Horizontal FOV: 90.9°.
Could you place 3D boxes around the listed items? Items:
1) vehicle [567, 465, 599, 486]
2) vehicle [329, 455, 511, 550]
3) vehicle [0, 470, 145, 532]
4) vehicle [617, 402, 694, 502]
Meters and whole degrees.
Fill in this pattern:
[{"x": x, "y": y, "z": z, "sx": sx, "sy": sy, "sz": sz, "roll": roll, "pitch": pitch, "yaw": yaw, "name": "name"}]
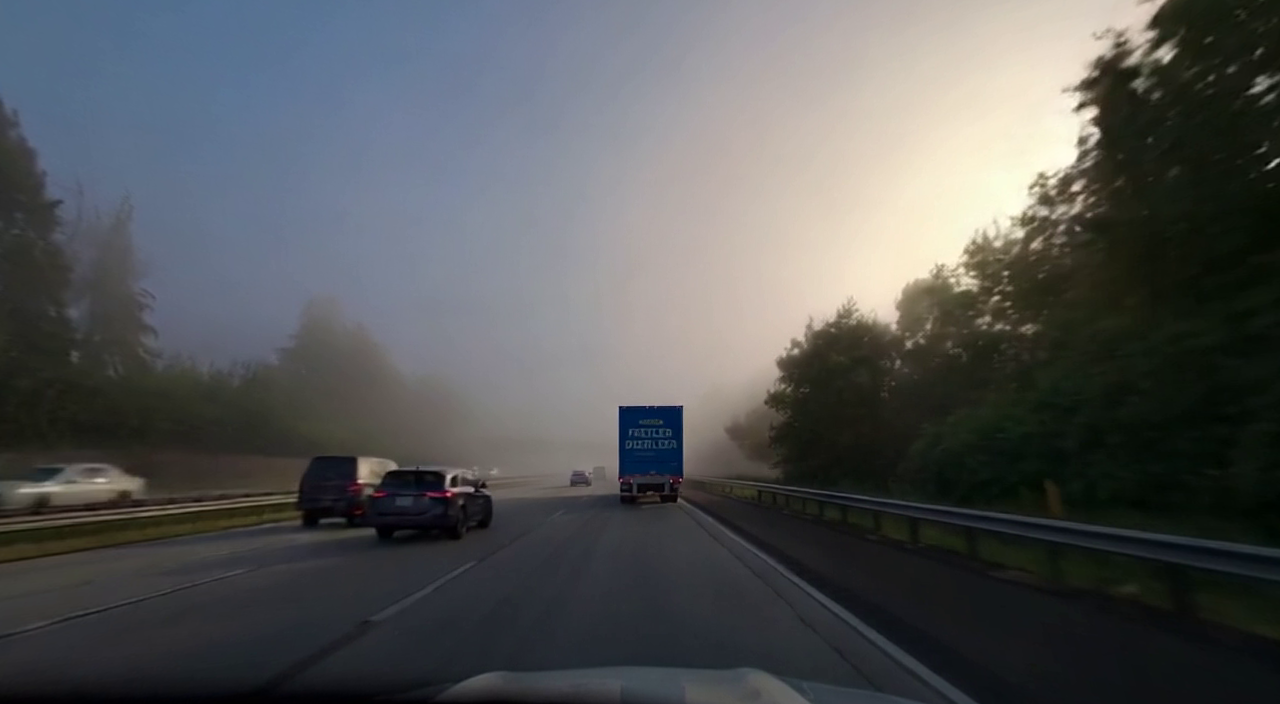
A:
[{"x": -4.355, "y": 9.544, "z": 48.920, "sx": 2.060, "sy": 1.535, "sz": 4.109, "roll": 1, "pitch": -10, "yaw": 0, "name": "vehicle"}, {"x": -4.096, "y": 2.898, "z": 12.728, "sx": 1.978, "sy": 1.516, "sz": 4.617, "roll": 1, "pitch": -10, "yaw": 0, "name": "vehicle"}, {"x": -16.111, "y": 4.045, "z": 17.496, "sx": 1.762, "sy": 1.459, "sz": 3.631, "roll": 1, "pitch": -10, "yaw": -2, "name": "vehicle"}, {"x": 0.505, "y": 4.717, "z": 29.137, "sx": 2.980, "sy": 3.834, "sz": 9.423, "roll": 1, "pitch": -10, "yaw": -1, "name": "vehicle"}]
